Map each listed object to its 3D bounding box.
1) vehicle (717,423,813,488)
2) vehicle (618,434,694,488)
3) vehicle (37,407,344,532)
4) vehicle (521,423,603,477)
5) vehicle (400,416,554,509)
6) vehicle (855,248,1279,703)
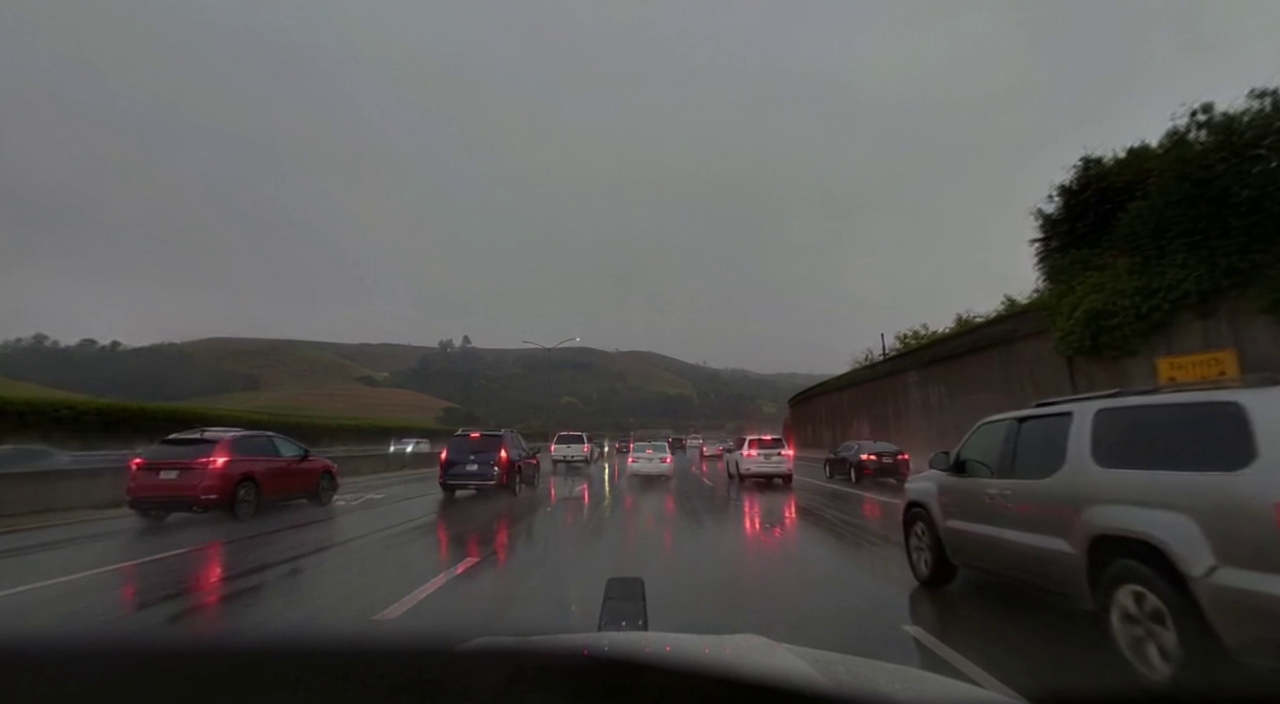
[{"bbox_3d":[3.726,3.183,19.718,2.046,1.765,4.534,0,-8,0],"label":"vehicle"},{"bbox_3d":[0.488,3.311,19.580,2.105,1.471,4.349,0,-8,1],"label":"vehicle"},{"bbox_3d":[-7.690,2.056,11.628,2.017,1.810,4.782,0,-8,1],"label":"vehicle"},{"bbox_3d":[-2.956,3.898,25.213,2.301,1.902,5.374,0,-8,3],"label":"vehicle"},{"bbox_3d":[-3.383,2.404,14.138,2.179,1.723,4.410,0,-8,1],"label":"vehicle"},{"bbox_3d":[3.480,0.891,4.285,2.266,1.929,5.194,0,-8,1],"label":"vehicle"}]
